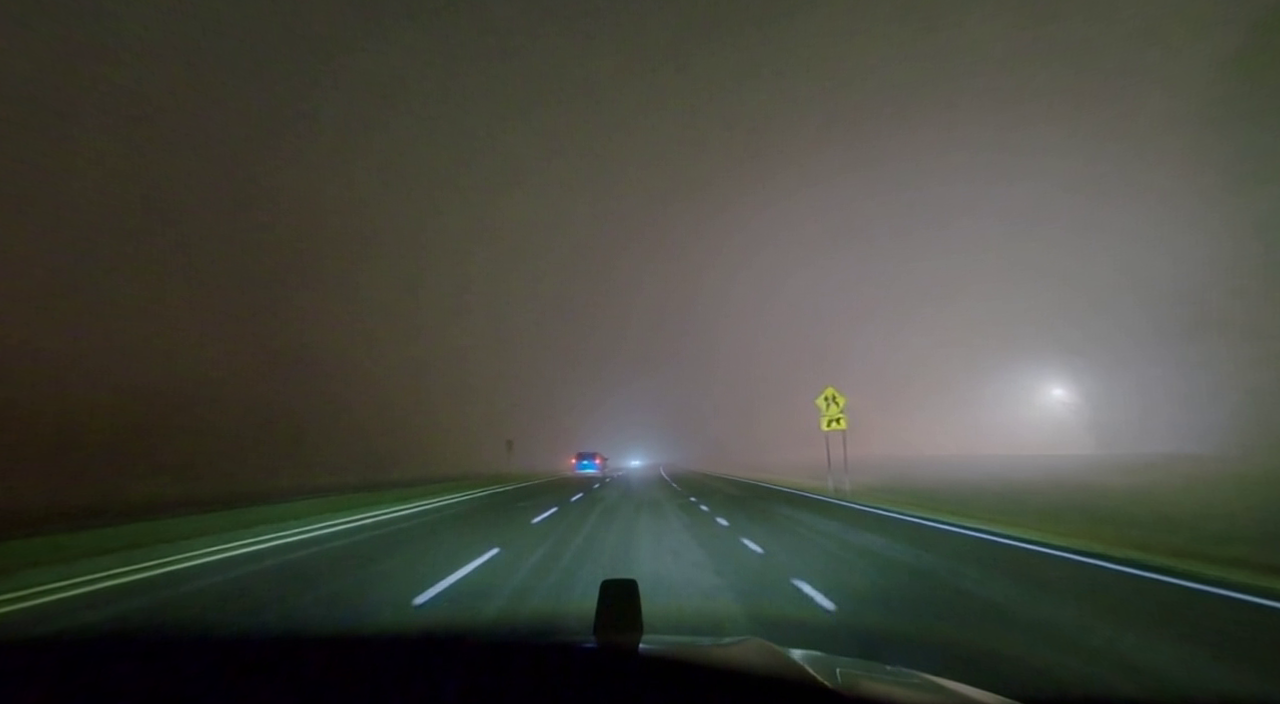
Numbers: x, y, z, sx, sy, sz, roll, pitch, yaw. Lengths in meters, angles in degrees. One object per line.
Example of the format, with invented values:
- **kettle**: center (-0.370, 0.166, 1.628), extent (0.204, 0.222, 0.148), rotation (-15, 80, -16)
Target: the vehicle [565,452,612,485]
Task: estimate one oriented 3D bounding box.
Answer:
- **vehicle**: center (-2.734, 6.276, 34.279), extent (2.053, 1.647, 4.252), rotation (-1, -9, 2)
